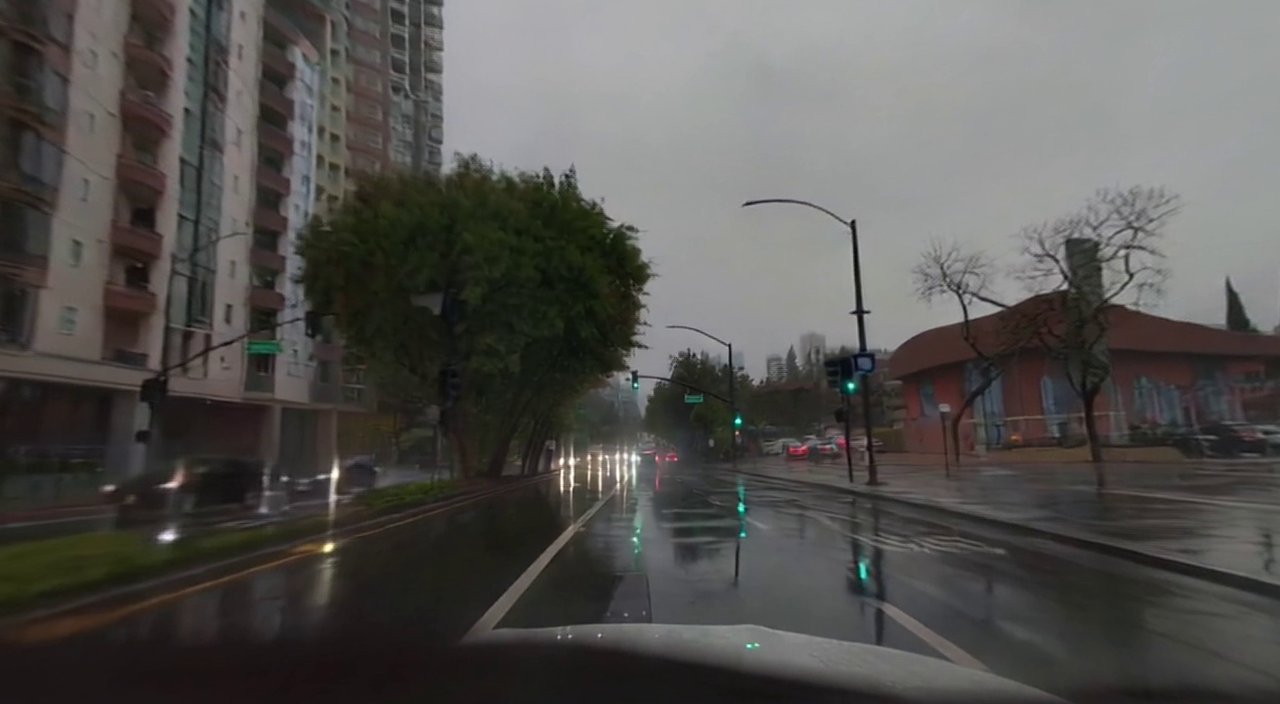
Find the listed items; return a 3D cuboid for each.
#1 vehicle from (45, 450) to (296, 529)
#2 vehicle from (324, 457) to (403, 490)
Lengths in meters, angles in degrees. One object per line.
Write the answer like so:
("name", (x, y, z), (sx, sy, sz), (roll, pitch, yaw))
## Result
("vehicle", (-10.388, 3.038, 14.577), (2.004, 1.469, 4.724), (-1, -9, 3))
("vehicle", (-13.612, 5.959, 31.278), (1.833, 1.444, 4.325), (0, -9, 2))
